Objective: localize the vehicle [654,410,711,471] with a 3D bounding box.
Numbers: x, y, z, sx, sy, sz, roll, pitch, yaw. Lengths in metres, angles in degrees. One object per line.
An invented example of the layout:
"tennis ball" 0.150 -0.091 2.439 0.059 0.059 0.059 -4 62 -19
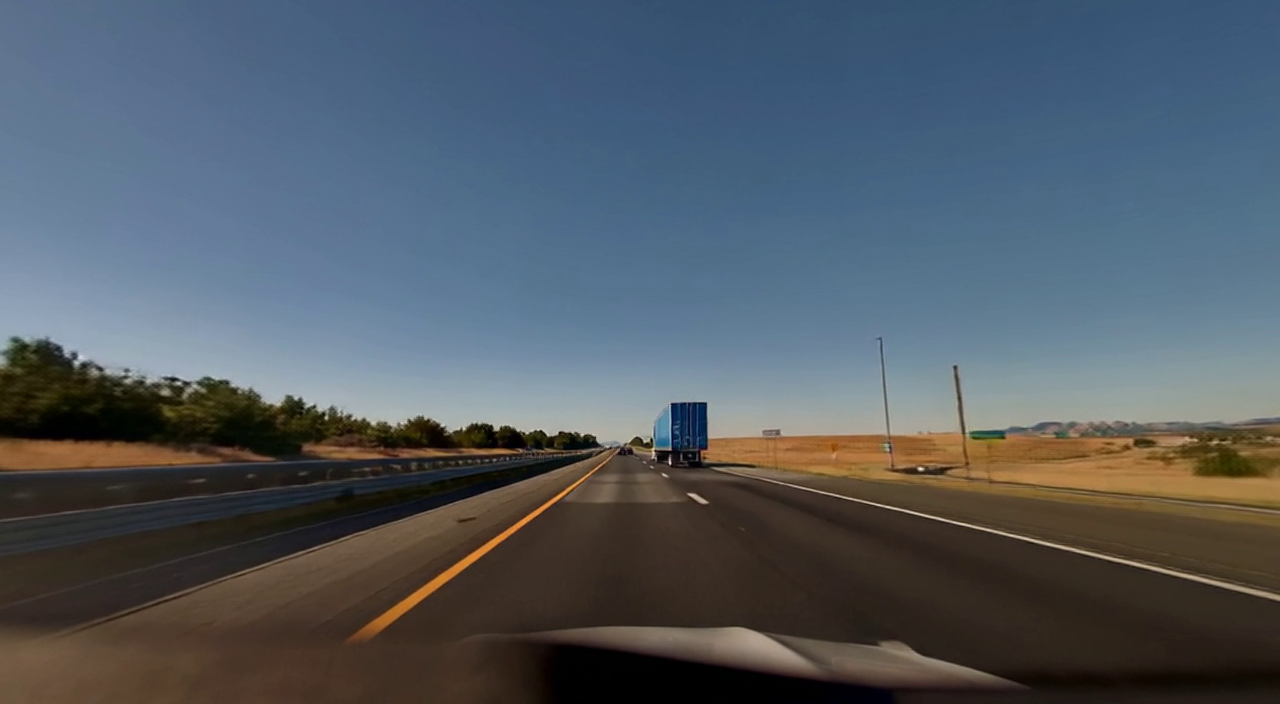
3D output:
"vehicle" 3.015 6.946 49.193 2.938 4.076 13.362 0 -8 -3
